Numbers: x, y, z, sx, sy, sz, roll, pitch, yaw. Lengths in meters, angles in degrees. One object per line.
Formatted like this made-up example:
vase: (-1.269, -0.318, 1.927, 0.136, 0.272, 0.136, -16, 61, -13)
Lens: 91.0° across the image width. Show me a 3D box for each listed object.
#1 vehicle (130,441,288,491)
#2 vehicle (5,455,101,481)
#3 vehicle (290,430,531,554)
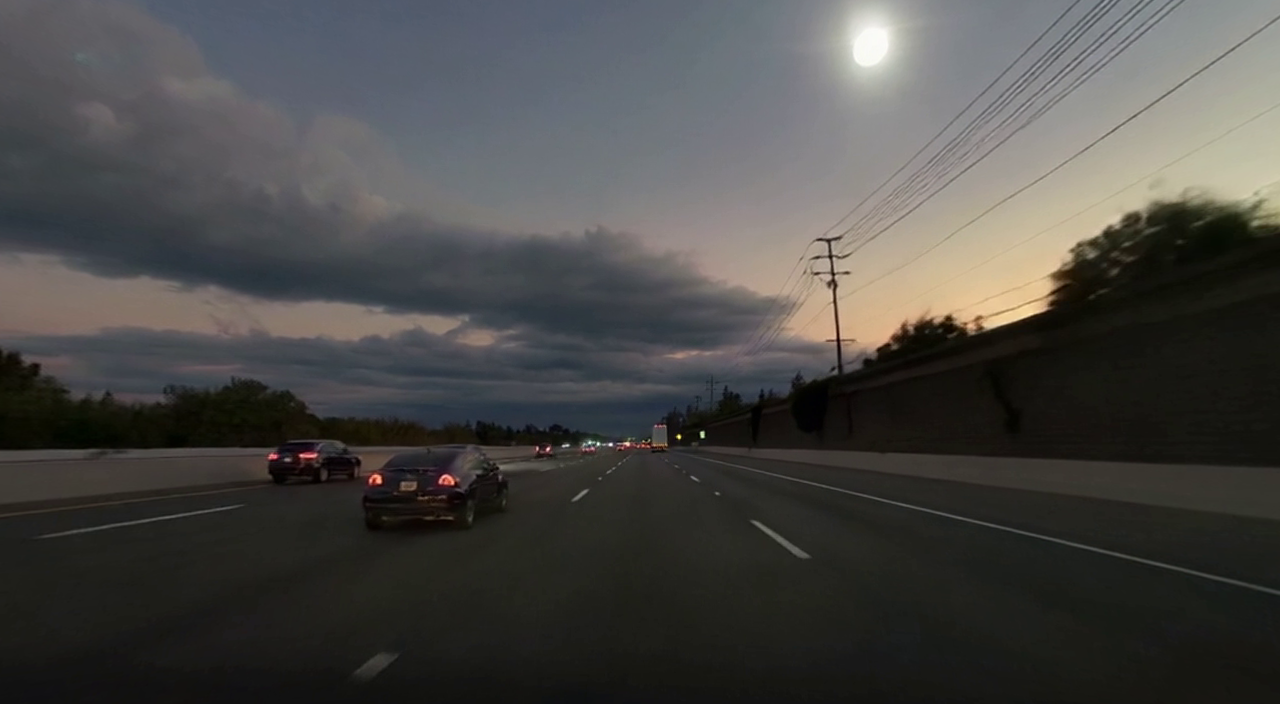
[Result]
vehicle: (-14.577, 3.856, 21.746, 2.039, 1.516, 4.780, 0, -9, 1)
vehicle: (-38.612, 7.615, 41.574, 1.853, 1.560, 4.602, 0, -9, 1)
vehicle: (-3.320, 2.137, 10.455, 2.045, 1.532, 4.954, 0, -9, 1)
